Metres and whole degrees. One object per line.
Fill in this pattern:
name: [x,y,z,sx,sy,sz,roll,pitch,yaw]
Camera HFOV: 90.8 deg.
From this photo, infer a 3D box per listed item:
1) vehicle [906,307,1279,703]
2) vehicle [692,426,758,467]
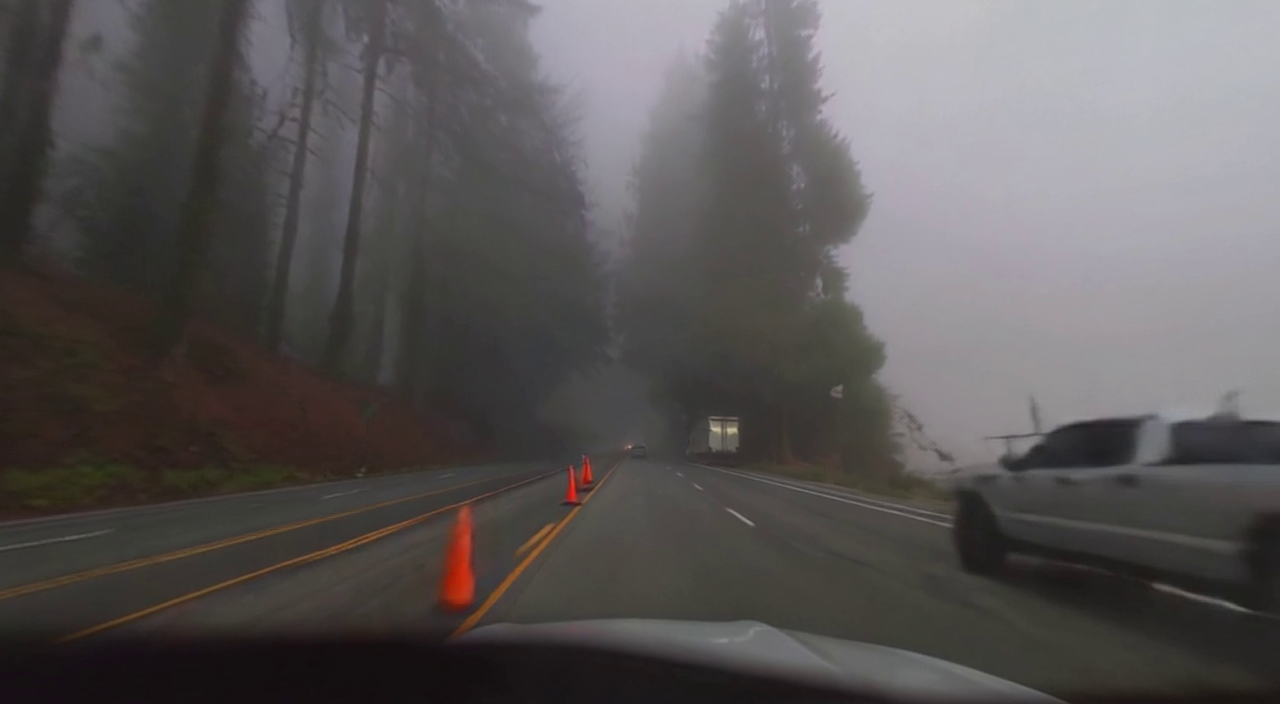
vehicle: [4.724,1.115,4.700,2.694,2.177,6.177,1,-10,-1]
vehicle: [6.317,7.142,47.674,2.390,2.899,4.603,6,-10,-35]
